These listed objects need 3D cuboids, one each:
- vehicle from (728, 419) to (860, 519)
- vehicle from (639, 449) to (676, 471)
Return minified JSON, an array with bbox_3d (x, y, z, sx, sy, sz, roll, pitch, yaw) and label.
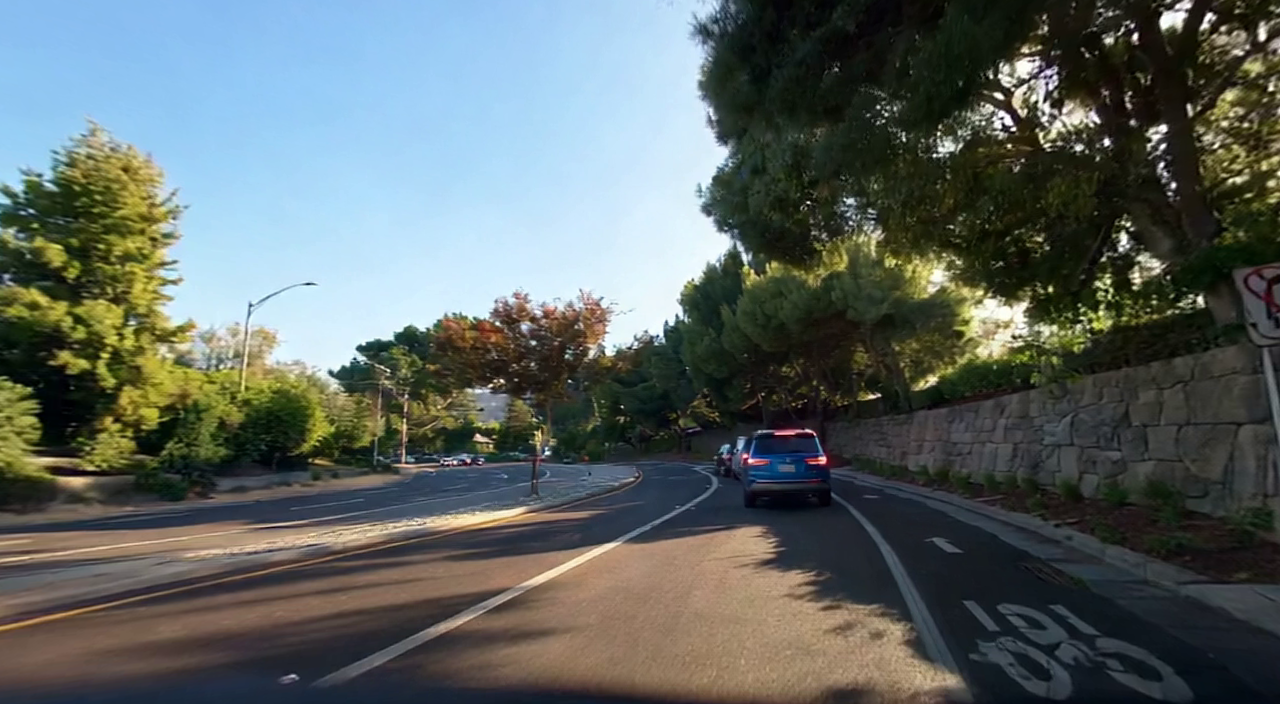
[{"bbox_3d":[3.127,2.411,13.546,2.287,1.762,4.269,-1,-8,10],"label":"vehicle"},{"bbox_3d":[1.189,7.597,44.679,2.023,1.474,4.286,1,-8,-7],"label":"vehicle"}]
